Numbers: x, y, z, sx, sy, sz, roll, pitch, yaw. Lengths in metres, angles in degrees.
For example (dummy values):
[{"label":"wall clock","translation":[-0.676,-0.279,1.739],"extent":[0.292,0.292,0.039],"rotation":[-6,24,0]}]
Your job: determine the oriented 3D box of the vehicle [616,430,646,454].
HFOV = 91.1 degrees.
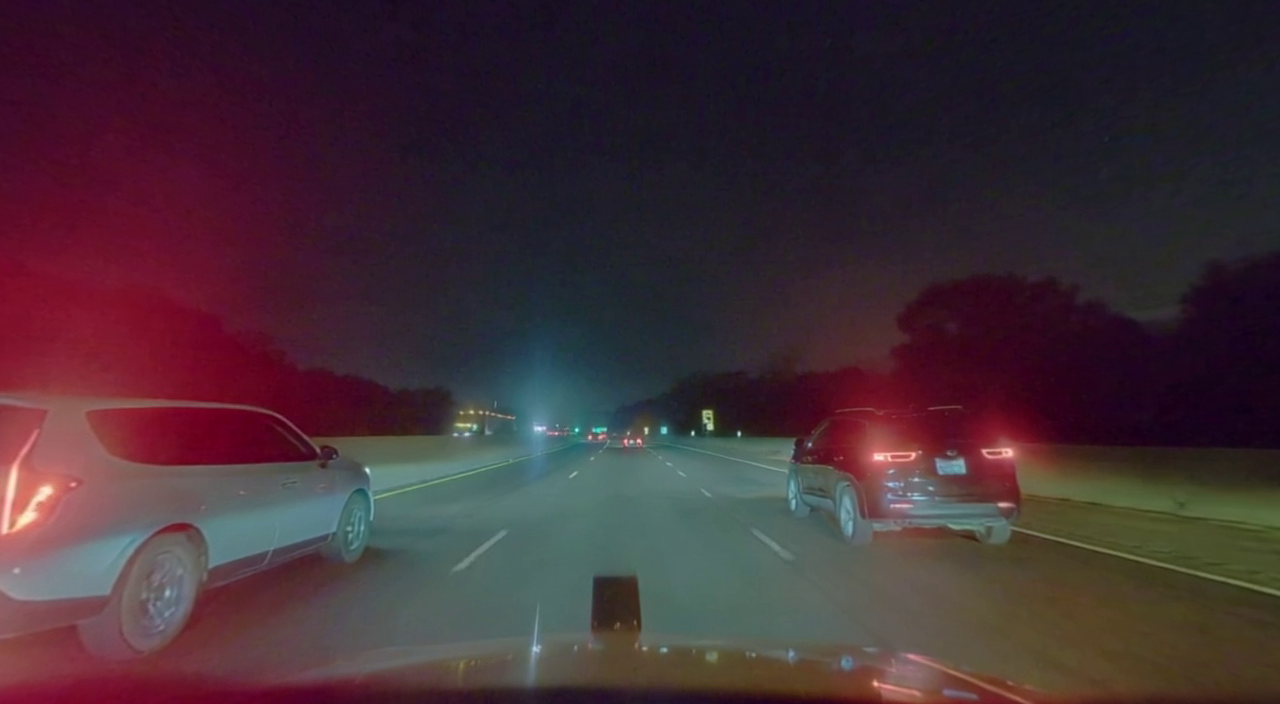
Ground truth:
[{"label":"vehicle","translation":[-0.682,6.370,44.650],"extent":[1.984,1.586,3.866],"rotation":[0,-8,-2]}]
